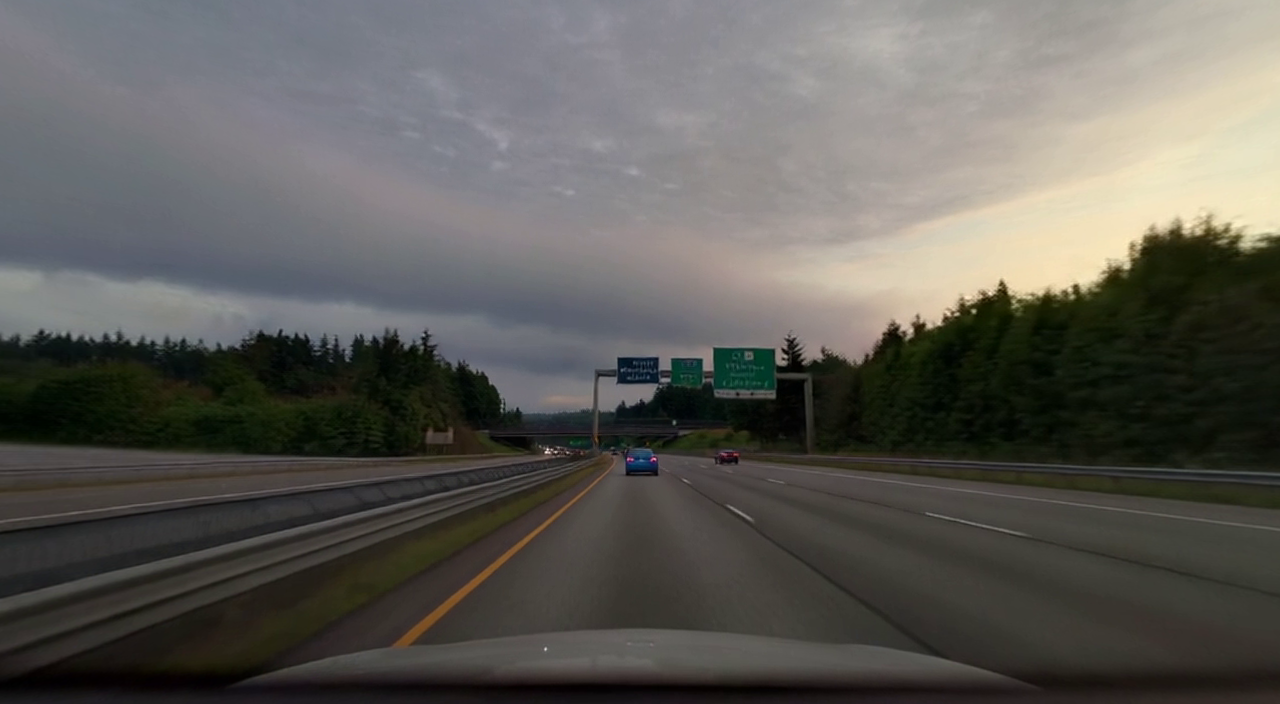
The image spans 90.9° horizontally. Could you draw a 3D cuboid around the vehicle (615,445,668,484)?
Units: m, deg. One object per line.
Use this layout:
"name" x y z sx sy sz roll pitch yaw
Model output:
"vehicle" 0.045 4.727 26.761 2.069 1.523 4.012 0 -9 -1
